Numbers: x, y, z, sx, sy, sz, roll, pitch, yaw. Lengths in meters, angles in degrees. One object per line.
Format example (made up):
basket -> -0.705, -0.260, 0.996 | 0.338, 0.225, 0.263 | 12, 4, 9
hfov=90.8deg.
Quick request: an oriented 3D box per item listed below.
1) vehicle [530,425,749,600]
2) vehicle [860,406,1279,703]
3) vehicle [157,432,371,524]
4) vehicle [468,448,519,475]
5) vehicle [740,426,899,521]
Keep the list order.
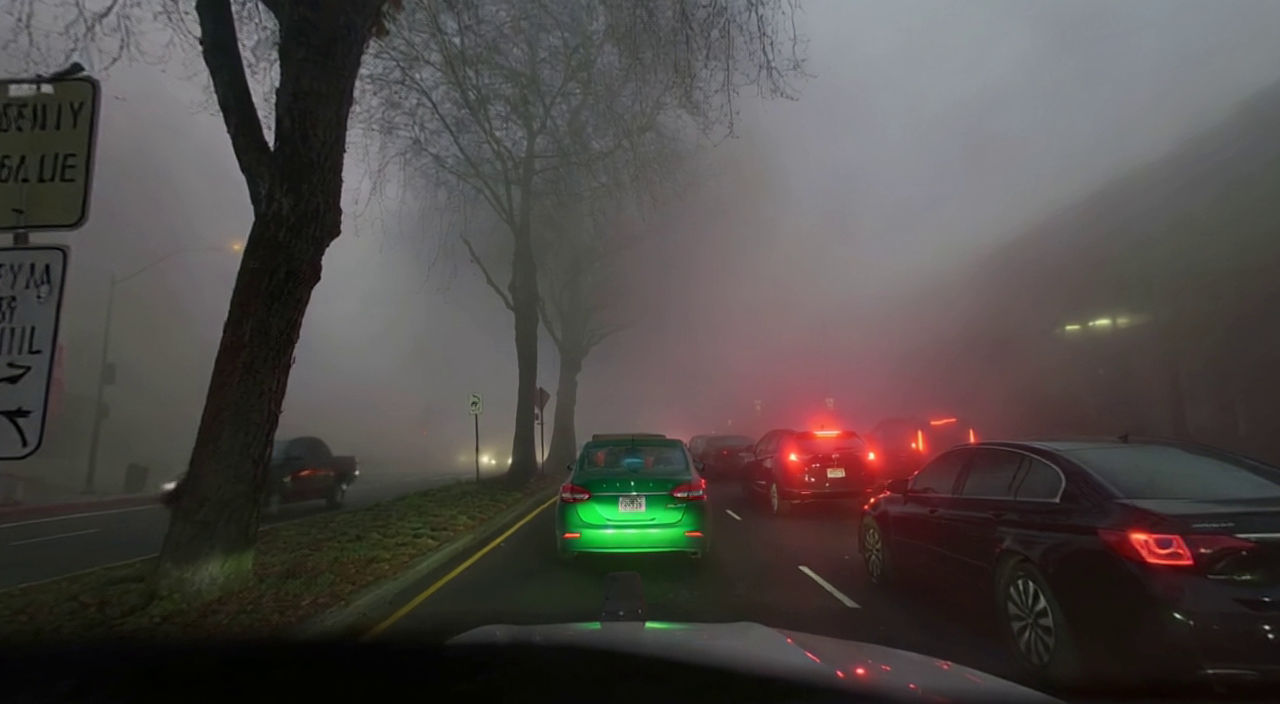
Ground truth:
vehicle -> -0.020, 1.655, 7.297 | 1.887, 1.487, 3.535 | 0, -9, 0
vehicle -> 3.310, 1.255, 4.476 | 1.988, 1.480, 4.195 | 0, -9, 0
vehicle -> -8.045, 2.715, 14.175 | 2.079, 1.695, 4.374 | 0, -9, 0
vehicle -> -8.306, 6.224, 36.209 | 1.850, 1.417, 4.321 | 0, -9, 1
vehicle -> 3.536, 2.482, 13.412 | 2.025, 1.660, 4.263 | 0, -9, -1
